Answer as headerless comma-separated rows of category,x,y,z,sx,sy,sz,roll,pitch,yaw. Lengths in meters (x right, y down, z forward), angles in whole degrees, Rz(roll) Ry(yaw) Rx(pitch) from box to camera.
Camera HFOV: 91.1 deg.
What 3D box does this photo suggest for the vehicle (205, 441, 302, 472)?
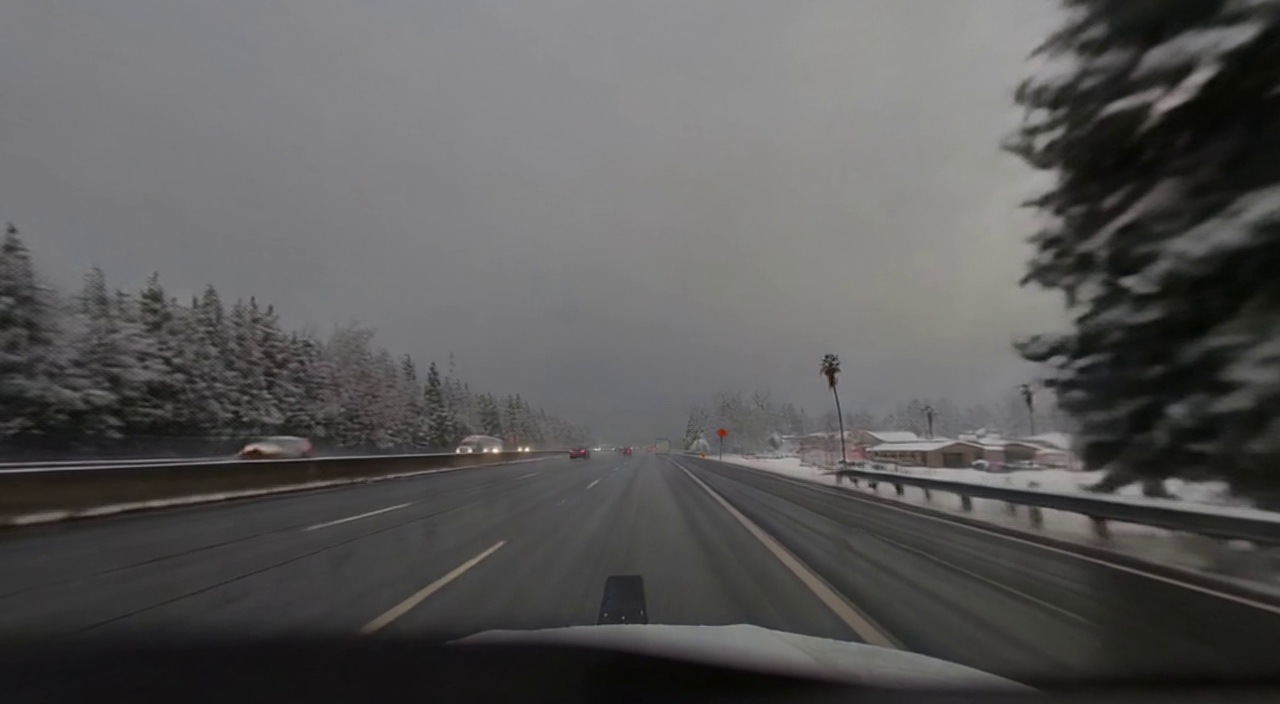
vehicle,-26.651,7.228,43.683,2.367,1.964,6.623,0,-9,2
